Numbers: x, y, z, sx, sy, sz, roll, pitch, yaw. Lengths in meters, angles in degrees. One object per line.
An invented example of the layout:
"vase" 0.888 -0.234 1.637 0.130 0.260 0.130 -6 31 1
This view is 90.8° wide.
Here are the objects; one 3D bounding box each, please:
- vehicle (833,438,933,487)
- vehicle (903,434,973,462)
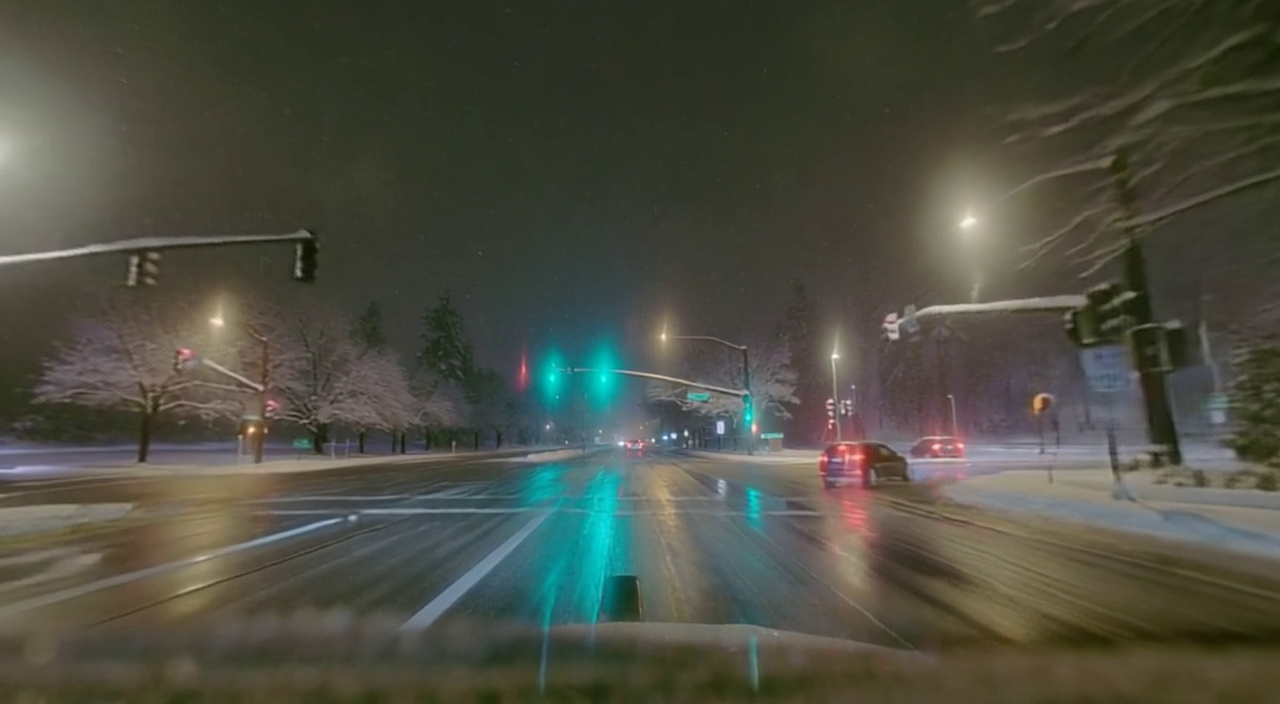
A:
"vehicle" 8.979 4.033 23.052 2.289 1.503 4.595 -3 -11 36
"vehicle" 23.353 7.667 49.914 2.802 1.992 6.440 -2 -10 5
